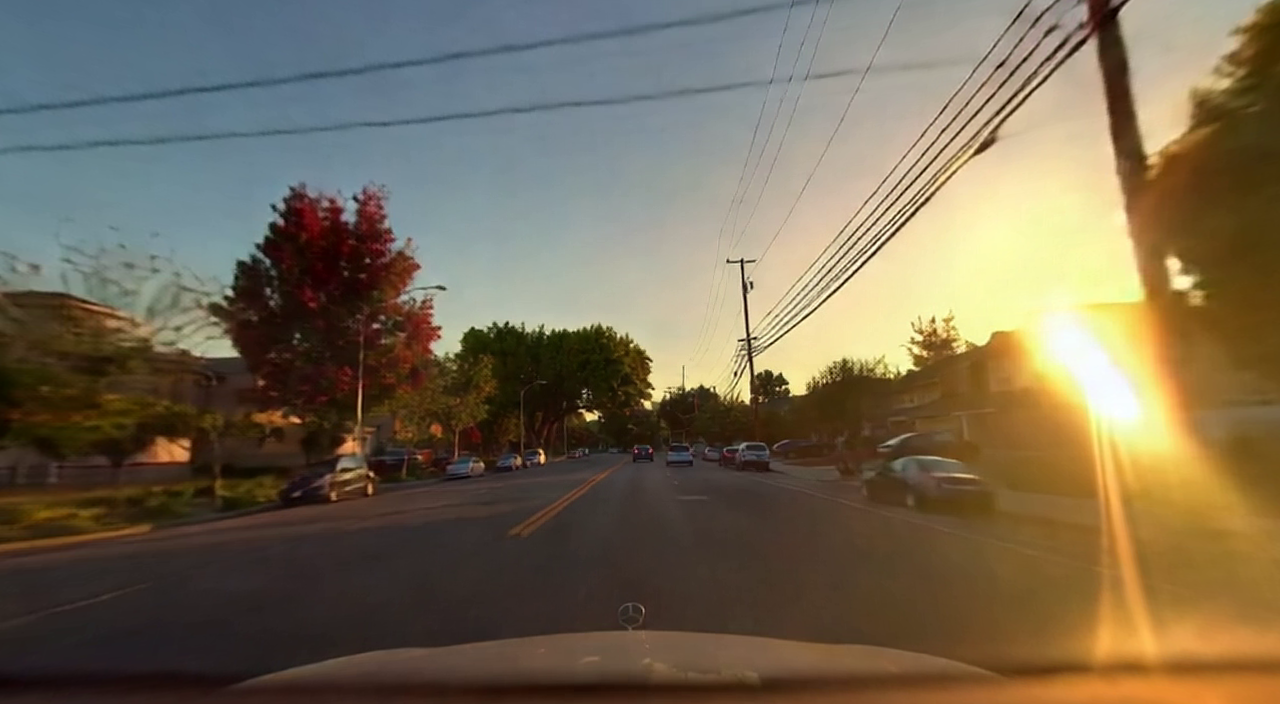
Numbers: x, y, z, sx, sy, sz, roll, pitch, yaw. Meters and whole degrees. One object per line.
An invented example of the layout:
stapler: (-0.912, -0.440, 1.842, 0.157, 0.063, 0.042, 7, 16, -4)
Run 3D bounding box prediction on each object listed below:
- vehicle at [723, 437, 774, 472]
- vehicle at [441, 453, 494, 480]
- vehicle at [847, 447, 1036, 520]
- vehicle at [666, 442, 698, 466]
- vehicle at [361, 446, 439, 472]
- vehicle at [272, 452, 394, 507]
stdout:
vehicle: (6.888, 6.575, 40.656, 2.274, 2.090, 5.465, 0, -9, 0)
vehicle: (-10.454, 6.968, 38.545, 1.896, 1.495, 4.425, 0, -9, 2)
vehicle: (6.708, 2.960, 14.774, 2.070, 1.428, 4.636, 0, -9, -1)
vehicle: (3.170, 7.792, 48.253, 2.070, 1.765, 4.731, 0, -9, -1)
vehicle: (-17.364, 7.735, 45.761, 4.745, 1.810, 2.197, 0, -9, 2)
vehicle: (-10.427, 4.315, 21.866, 1.965, 1.675, 4.577, 0, -9, -1)
